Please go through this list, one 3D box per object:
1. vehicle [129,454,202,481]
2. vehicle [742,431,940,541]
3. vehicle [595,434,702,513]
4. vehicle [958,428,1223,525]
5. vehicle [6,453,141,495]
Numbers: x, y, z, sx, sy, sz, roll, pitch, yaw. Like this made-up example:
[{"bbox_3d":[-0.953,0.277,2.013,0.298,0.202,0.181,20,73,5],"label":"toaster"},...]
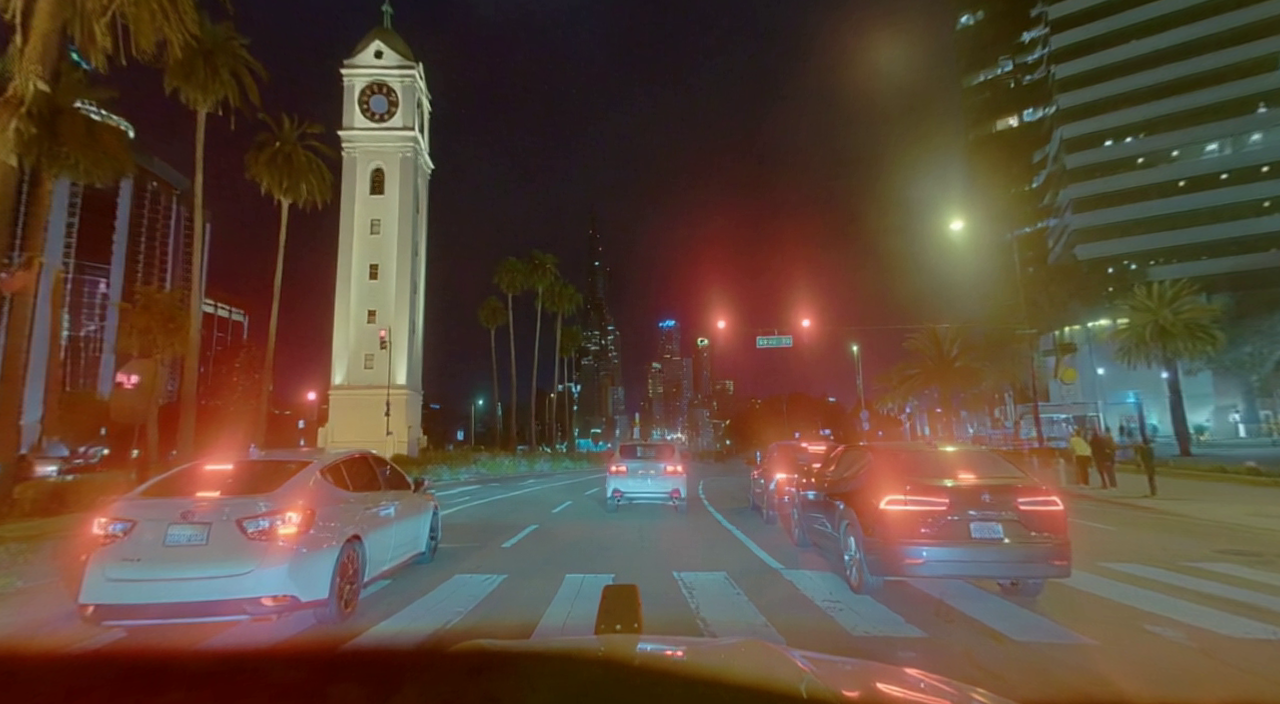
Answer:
[{"bbox_3d":[-33.374,8.116,44.452,1.907,1.690,4.456,1,-9,-5],"label":"vehicle"},{"bbox_3d":[3.101,2.165,10.844,1.913,1.469,4.425,0,-9,0],"label":"vehicle"},{"bbox_3d":[0.182,2.614,13.970,2.048,1.503,3.681,0,-9,1],"label":"vehicle"},{"bbox_3d":[8.177,2.280,12.067,1.859,1.508,4.259,0,-9,-1],"label":"vehicle"},{"bbox_3d":[-26.699,5.715,29.935,2.105,1.793,4.812,0,-9,-4],"label":"vehicle"}]
